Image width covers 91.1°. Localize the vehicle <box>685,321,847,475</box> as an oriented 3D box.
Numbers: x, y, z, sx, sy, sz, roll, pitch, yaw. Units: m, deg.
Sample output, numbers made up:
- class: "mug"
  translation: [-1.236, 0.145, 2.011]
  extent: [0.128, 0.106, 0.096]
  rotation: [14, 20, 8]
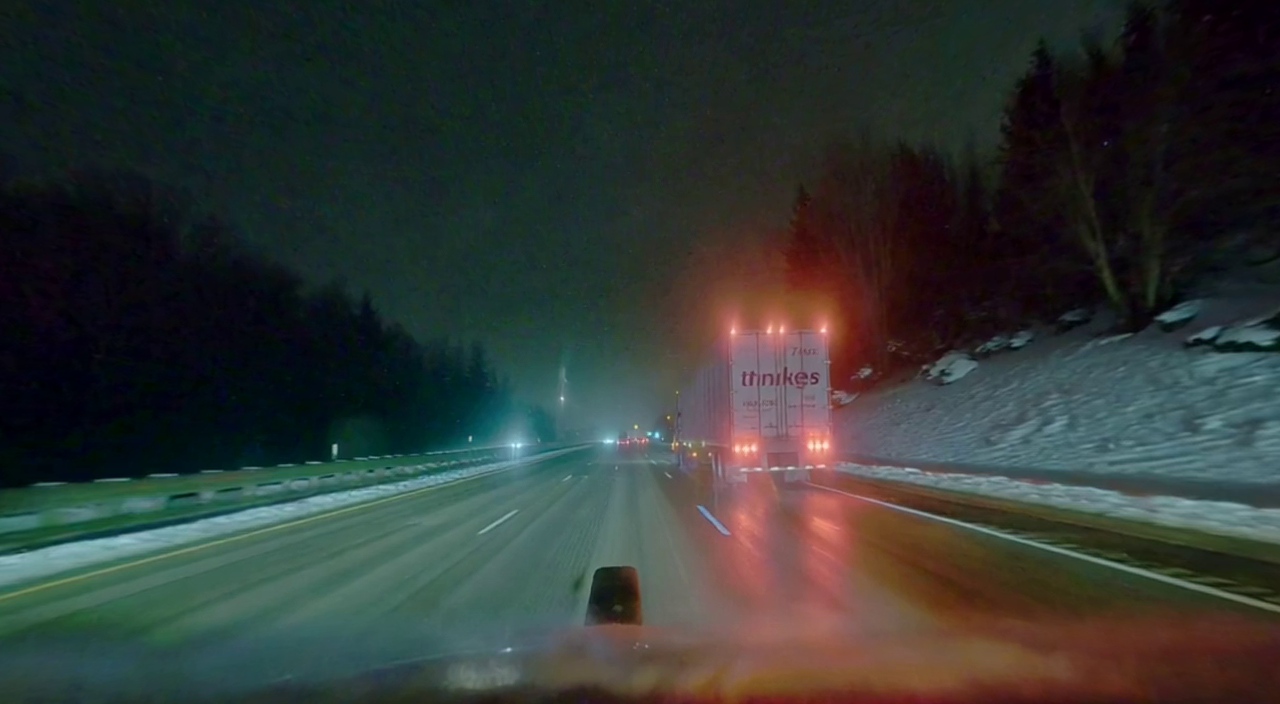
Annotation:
- class: "vehicle"
  translation: [3.673, 1.989, 22.904]
  extent: [2.850, 3.894, 13.987]
  rotation: [0, -7, -1]
